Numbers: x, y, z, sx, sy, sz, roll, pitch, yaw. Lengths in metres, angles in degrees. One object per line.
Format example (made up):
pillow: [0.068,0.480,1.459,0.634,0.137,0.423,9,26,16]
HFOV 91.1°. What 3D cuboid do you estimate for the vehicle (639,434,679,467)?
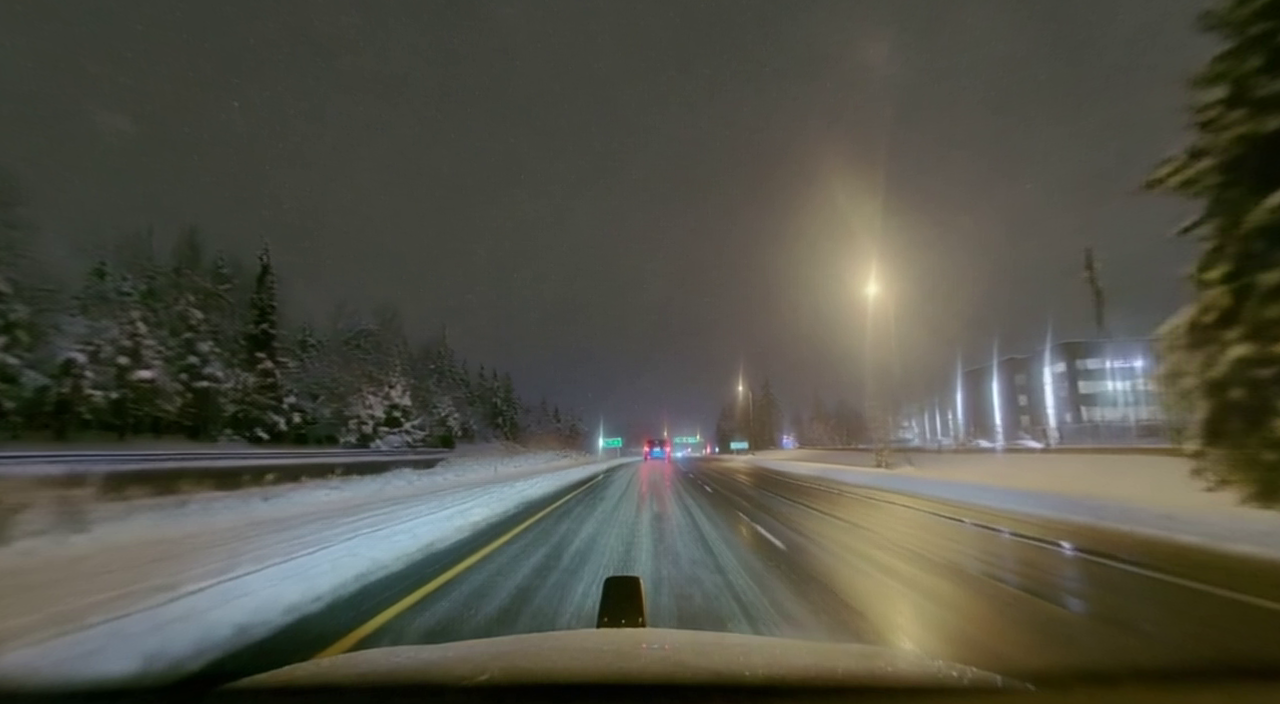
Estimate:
vehicle: [1.413,6.863,43.753,2.546,2.126,5.153,-1,-8,4]
